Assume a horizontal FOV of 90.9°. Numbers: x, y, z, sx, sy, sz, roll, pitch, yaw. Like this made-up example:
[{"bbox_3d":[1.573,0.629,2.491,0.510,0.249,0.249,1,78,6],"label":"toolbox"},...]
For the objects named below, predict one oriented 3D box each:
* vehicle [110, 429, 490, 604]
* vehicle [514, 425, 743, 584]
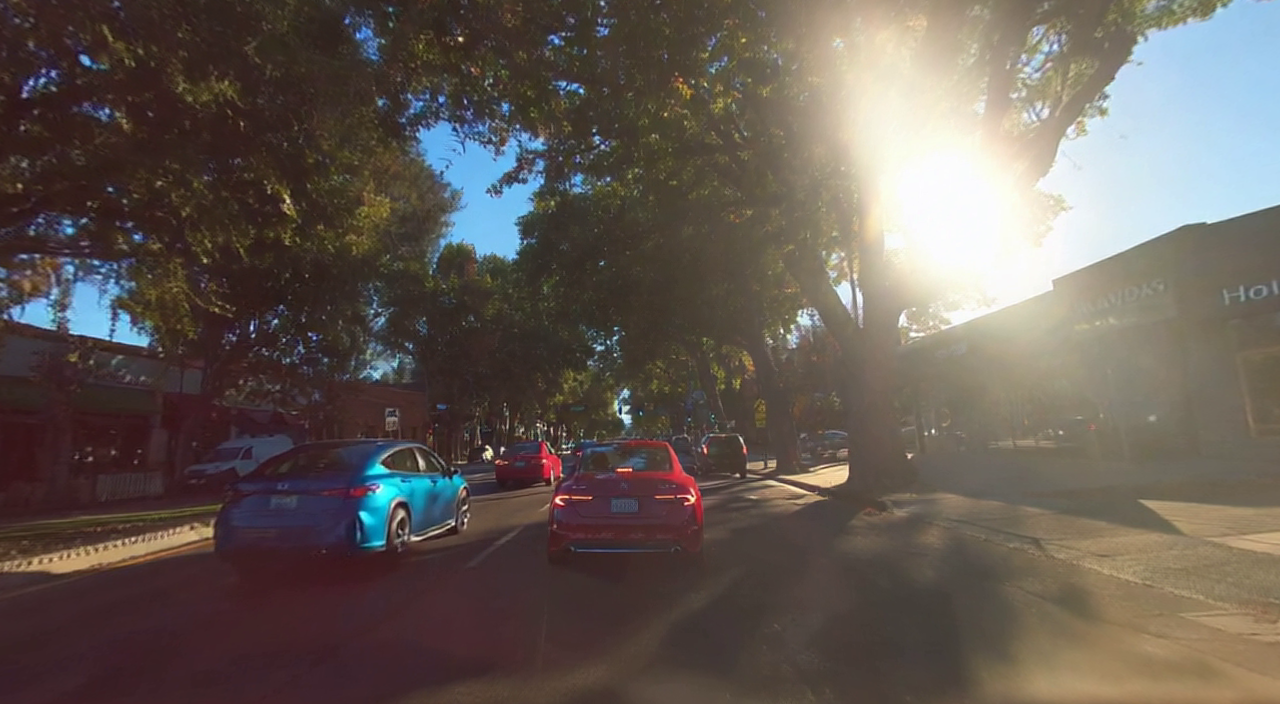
[{"bbox_3d":[-3.405,1.720,7.575,2.029,1.456,4.414,0,-9,1],"label":"vehicle"},{"bbox_3d":[-0.117,1.753,8.043,2.160,1.482,4.037,0,-9,0],"label":"vehicle"}]
